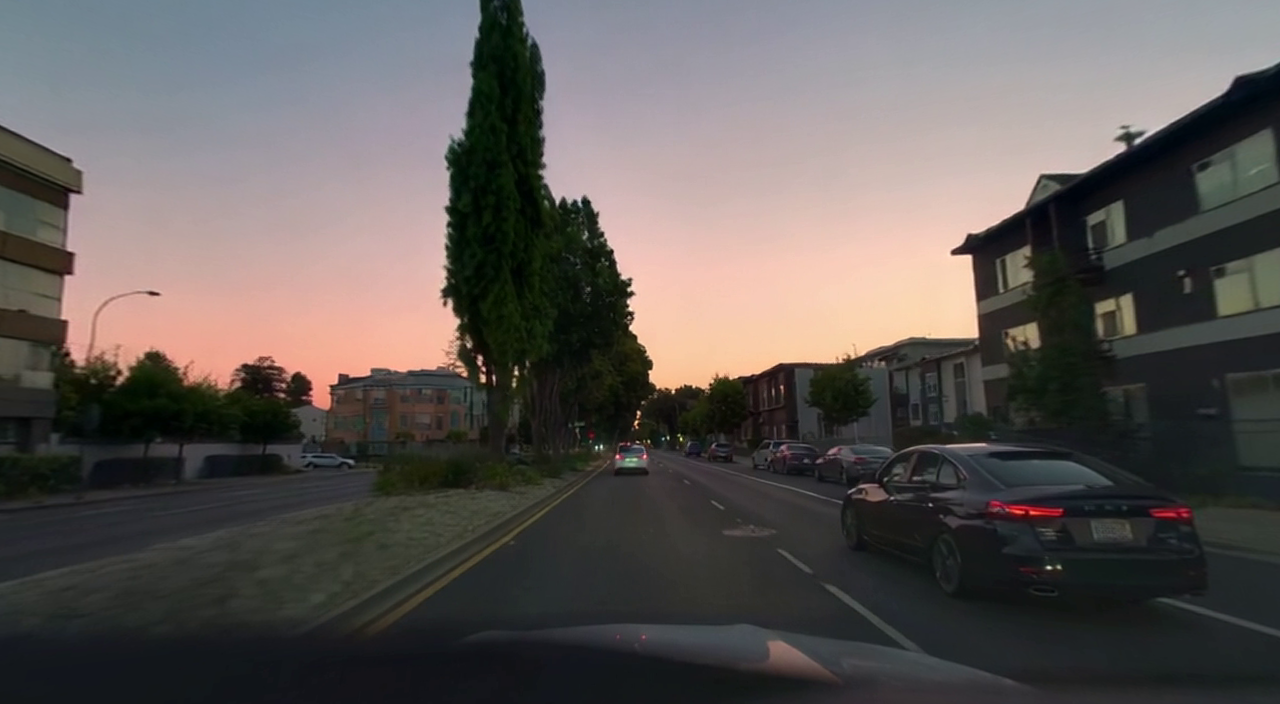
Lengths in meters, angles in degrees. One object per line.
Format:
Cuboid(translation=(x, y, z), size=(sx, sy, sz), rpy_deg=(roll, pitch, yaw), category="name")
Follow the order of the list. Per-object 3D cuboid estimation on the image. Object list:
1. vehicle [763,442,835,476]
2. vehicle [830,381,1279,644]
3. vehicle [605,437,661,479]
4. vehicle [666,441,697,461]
Cuboid(translation=(7.417, 5.018, 30.017), size=(2.014, 1.465, 4.769), rpy_deg=(0, -8, -2), category="vehicle")
Cuboid(translation=(3.547, 1.351, 6.275), size=(1.949, 1.723, 4.020), rpy_deg=(0, -8, -1), category="vehicle")
Cuboid(translation=(-0.252, 4.040, 24.278), size=(2.006, 1.487, 3.535), rpy_deg=(0, -8, 0), category="vehicle")
Cuboid(translation=(3.073, 7.409, 47.427), size=(1.910, 1.474, 4.003), rpy_deg=(0, -8, -2), category="vehicle")
